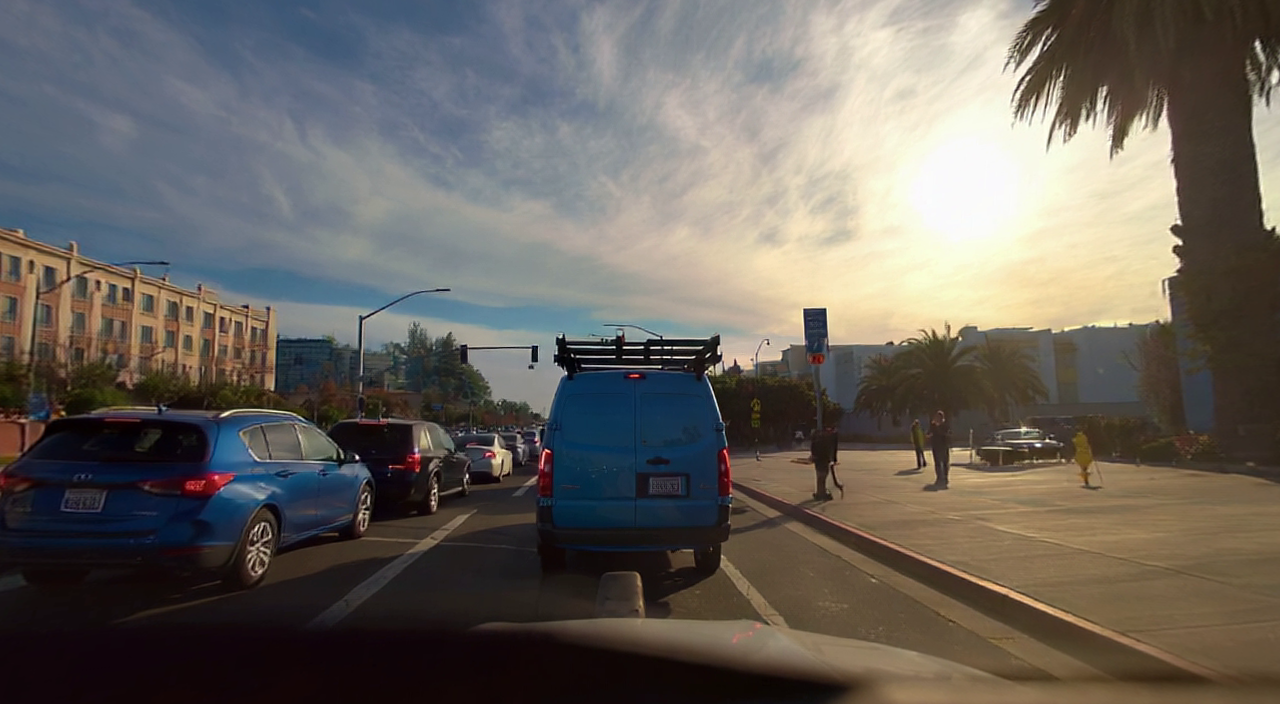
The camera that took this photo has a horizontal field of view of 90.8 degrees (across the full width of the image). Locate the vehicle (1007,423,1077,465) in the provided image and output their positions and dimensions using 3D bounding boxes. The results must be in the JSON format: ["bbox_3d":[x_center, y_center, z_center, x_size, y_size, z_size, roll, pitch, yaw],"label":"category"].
[{"bbox_3d":[15.796,3.617,24.726,2.048,1.475,3.972,-6,-10,34],"label":"vehicle"}]

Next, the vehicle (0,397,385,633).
[{"bbox_3d":[-4.395,1.469,6.672,1.986,1.643,4.315,1,-9,-6],"label":"vehicle"}]

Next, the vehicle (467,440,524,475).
[{"bbox_3d":[-6.836,4.893,29.579,1.818,1.479,4.428,4,-9,-22],"label":"vehicle"}]

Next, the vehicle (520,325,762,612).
[{"bbox_3d":[-0.199,1.216,7.185,1.902,2.238,4.263,1,-9,-6],"label":"vehicle"}]

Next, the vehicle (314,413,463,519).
[{"bbox_3d":[-5.207,2.421,13.892,2.089,1.854,5.022,2,-9,-11],"label":"vehicle"}]

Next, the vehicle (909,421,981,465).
[{"bbox_3d":[12.643,3.765,26.047,2.046,1.675,3.924,-6,-10,33],"label":"vehicle"}]
